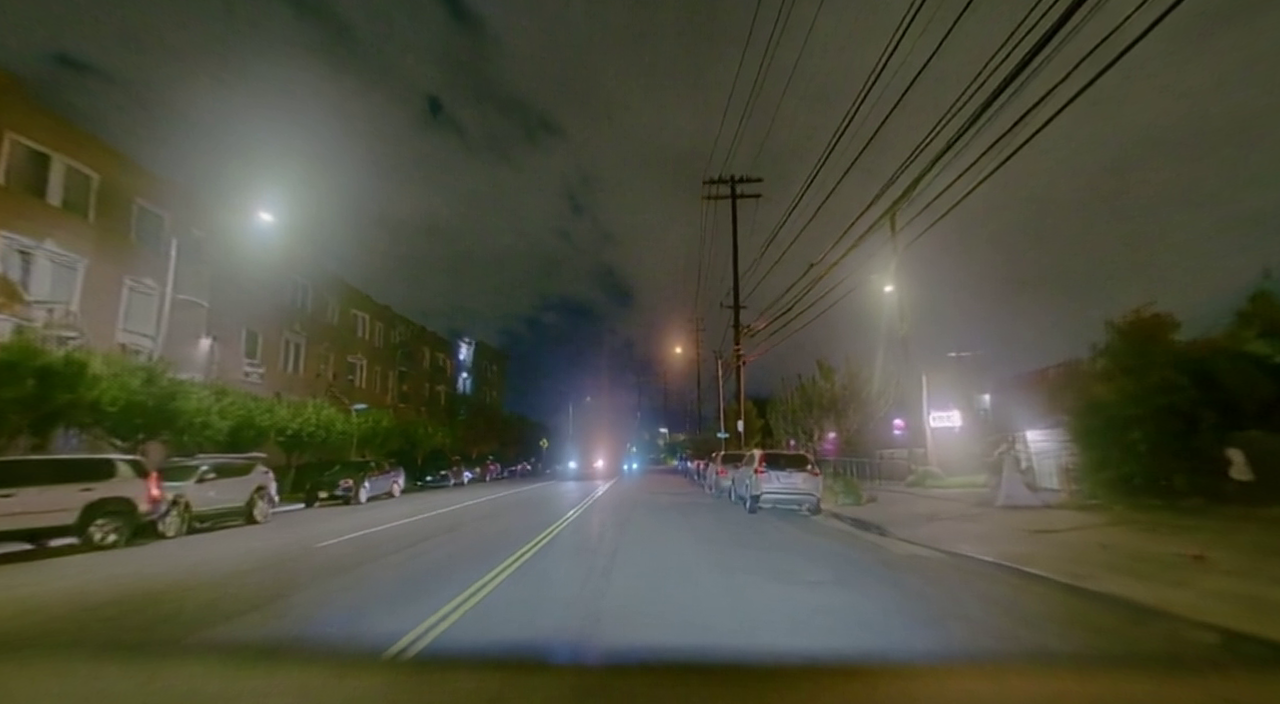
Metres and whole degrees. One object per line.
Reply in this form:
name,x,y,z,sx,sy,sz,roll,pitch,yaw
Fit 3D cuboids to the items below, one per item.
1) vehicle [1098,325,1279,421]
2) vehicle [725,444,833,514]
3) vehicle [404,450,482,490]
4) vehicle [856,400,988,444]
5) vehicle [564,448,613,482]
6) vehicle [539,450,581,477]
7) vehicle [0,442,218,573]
vehicle,11.290,0.458,11.969,3.808,1.620,1.749,0,-9,-1
vehicle,3.609,3.370,17.322,1.936,1.641,4.434,0,-9,0
vehicle,-11.087,6.648,35.991,2.322,2.037,5.030,-1,-9,6
vehicle,11.475,2.911,25.975,4.400,1.742,2.070,0,-8,0
vehicle,-2.774,6.224,35.000,2.103,1.721,4.473,-1,-9,3
vehicle,-5.876,8.340,46.912,2.081,1.760,4.598,-1,-13,6
vehicle,-10.178,2.385,10.119,5.093,1.855,2.338,4,-10,-19
